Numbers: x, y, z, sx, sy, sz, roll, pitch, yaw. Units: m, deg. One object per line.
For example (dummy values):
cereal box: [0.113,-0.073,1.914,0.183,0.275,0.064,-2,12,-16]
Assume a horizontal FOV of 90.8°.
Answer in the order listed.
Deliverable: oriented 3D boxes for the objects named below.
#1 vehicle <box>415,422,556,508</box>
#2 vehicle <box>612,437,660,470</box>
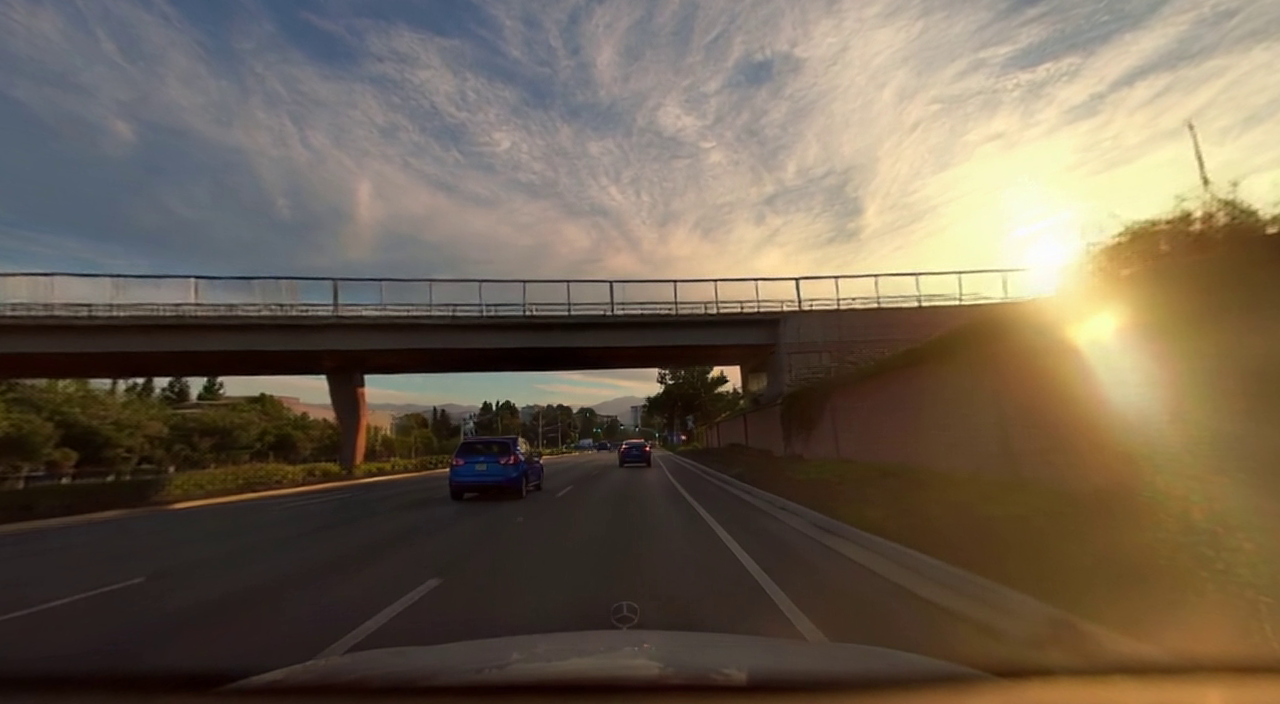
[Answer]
vehicle: [-3.550,2.723,15.615,2.223,1.771,4.581,-1,-8,1]
vehicle: [-0.200,5.003,31.347,2.205,1.509,4.272,0,-8,-1]
